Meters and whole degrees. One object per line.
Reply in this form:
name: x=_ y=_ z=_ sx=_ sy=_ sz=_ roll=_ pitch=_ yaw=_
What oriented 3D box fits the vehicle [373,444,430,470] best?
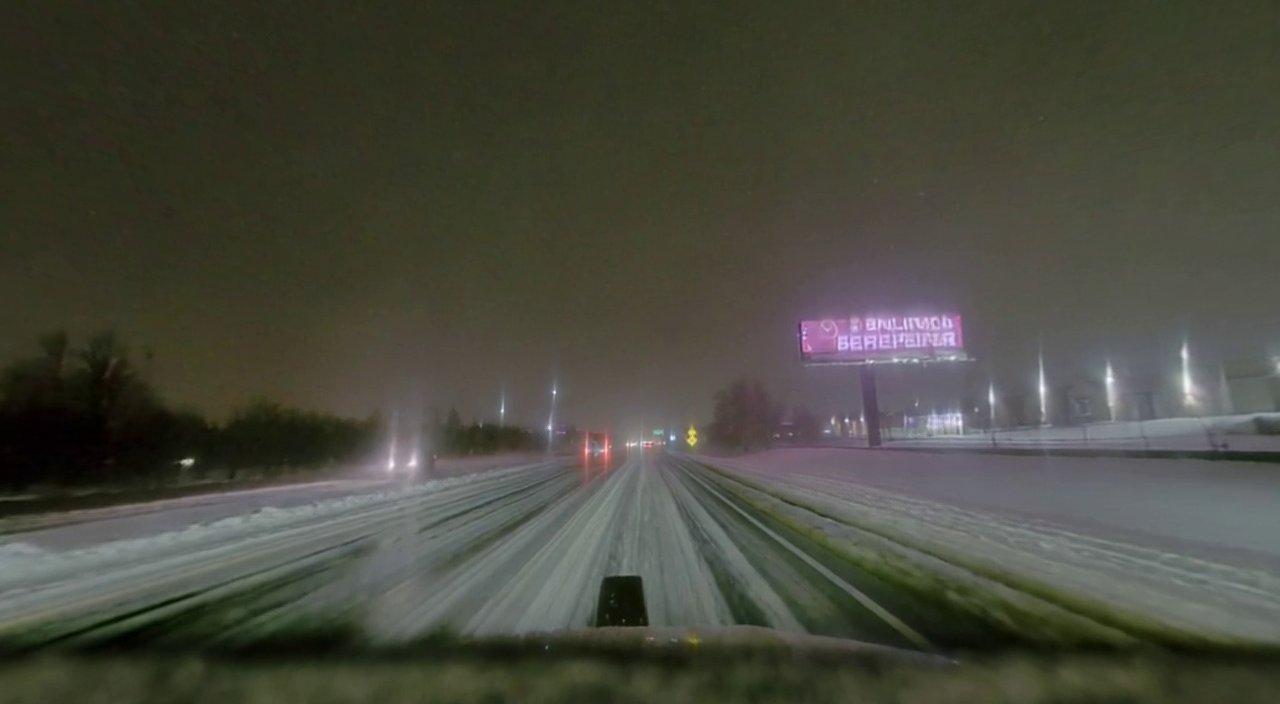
vehicle: x=-16.758 y=7.401 z=44.546 sx=2.022 sy=1.697 sz=4.856 roll=-1 pitch=-8 yaw=1
